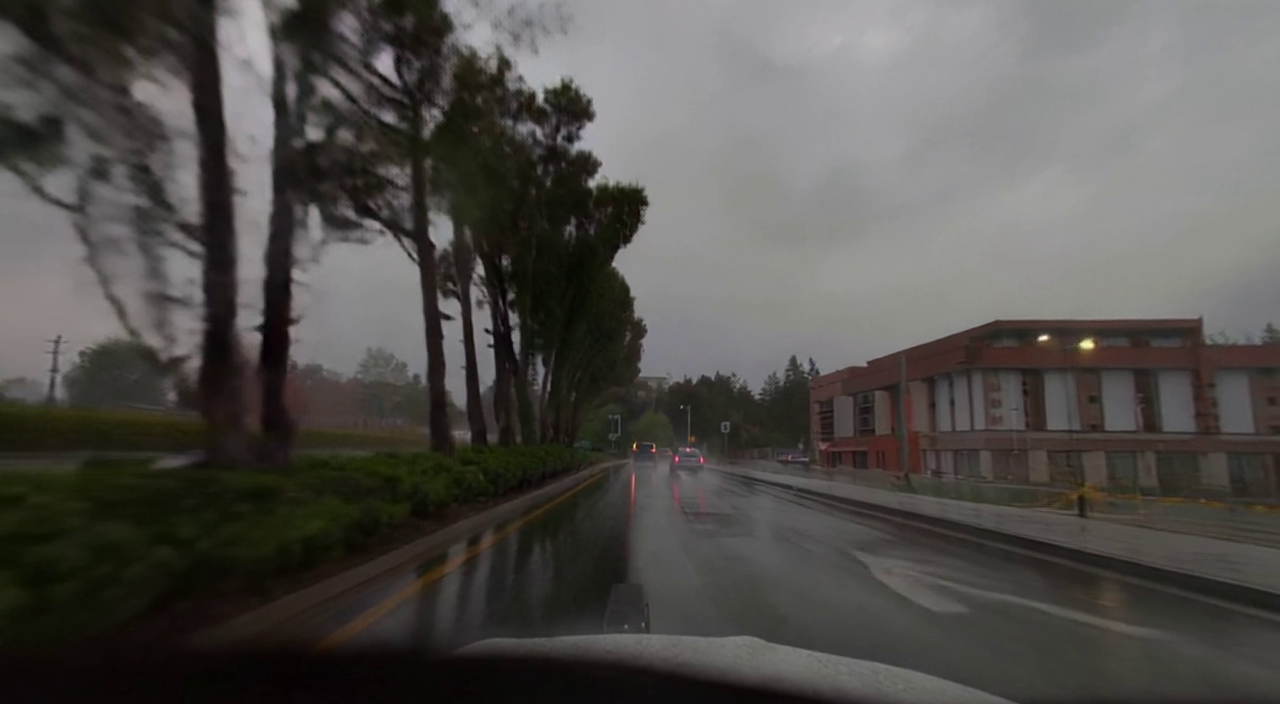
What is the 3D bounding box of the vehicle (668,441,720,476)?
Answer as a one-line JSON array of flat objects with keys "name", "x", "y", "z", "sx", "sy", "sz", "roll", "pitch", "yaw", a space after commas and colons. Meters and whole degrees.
[{"name": "vehicle", "x": 2.382, "y": 4.818, "z": 28.800, "sx": 1.956, "sy": 1.473, "sz": 4.640, "roll": 0, "pitch": -8, "yaw": 0}]
